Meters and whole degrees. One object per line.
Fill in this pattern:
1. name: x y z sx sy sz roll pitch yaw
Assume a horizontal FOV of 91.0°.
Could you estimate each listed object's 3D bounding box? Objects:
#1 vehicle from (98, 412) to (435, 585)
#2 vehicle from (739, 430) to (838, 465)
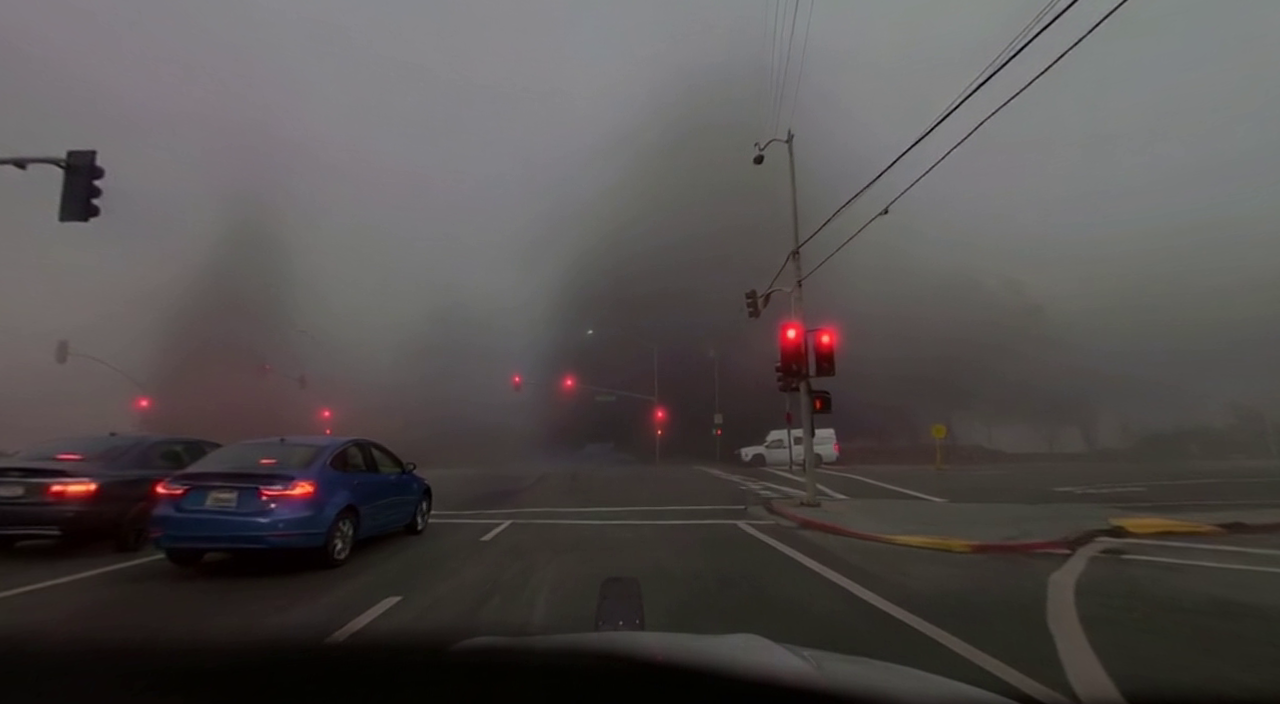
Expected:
1. vehicle: -4.070 1.648 7.804 1.815 1.569 3.940 1 -9 -2
2. vehicle: 7.728 5.010 33.173 4.884 1.714 2.021 -1 -9 11
